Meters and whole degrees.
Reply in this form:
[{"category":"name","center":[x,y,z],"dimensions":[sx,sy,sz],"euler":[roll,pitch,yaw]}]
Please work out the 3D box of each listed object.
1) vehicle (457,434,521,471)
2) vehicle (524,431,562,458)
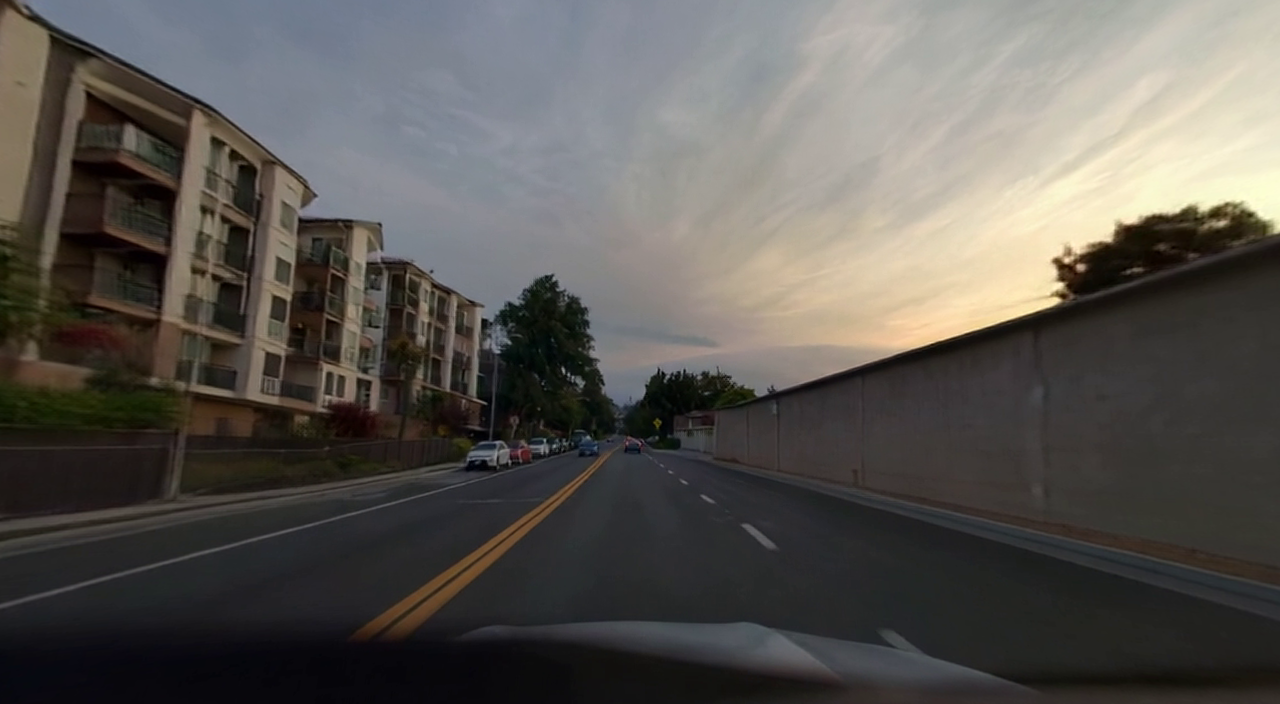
[{"category":"vehicle","center":[-7.206,4.843,30.599],"dimensions":[1.913,1.560,4.513],"euler":[2,-8,0]},{"category":"vehicle","center":[-7.481,7.175,49.352],"dimensions":[2.098,1.851,4.817],"euler":[2,-7,1]}]
